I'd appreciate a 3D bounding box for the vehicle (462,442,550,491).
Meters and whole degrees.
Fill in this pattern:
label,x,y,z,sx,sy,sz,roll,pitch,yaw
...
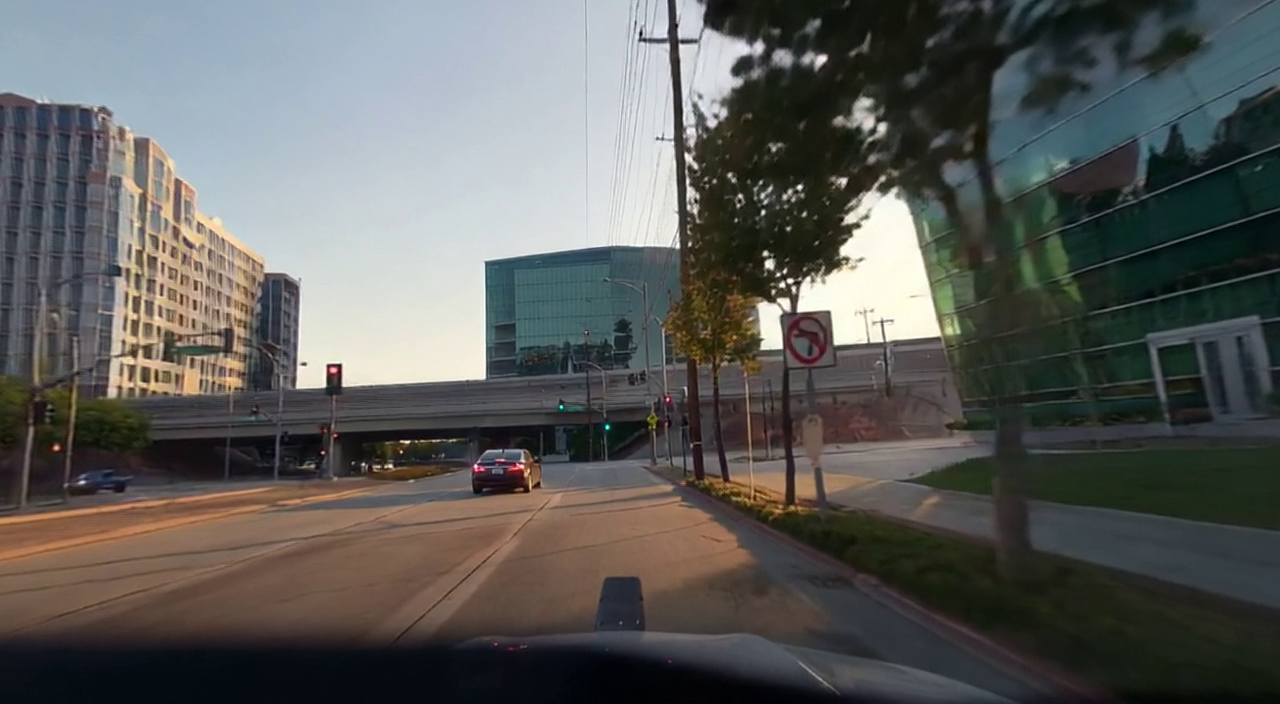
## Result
label,x,y,z,sx,sy,sz,roll,pitch,yaw
vehicle,-4.457,3.867,21.761,2.154,1.465,4.532,-1,-8,-2

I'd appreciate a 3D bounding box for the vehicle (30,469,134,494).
label,x,y,z,sx,sy,sz,roll,pitch,yaw
vehicle,-37.102,8.623,42.156,4.708,1.466,2.085,1,-9,-9
